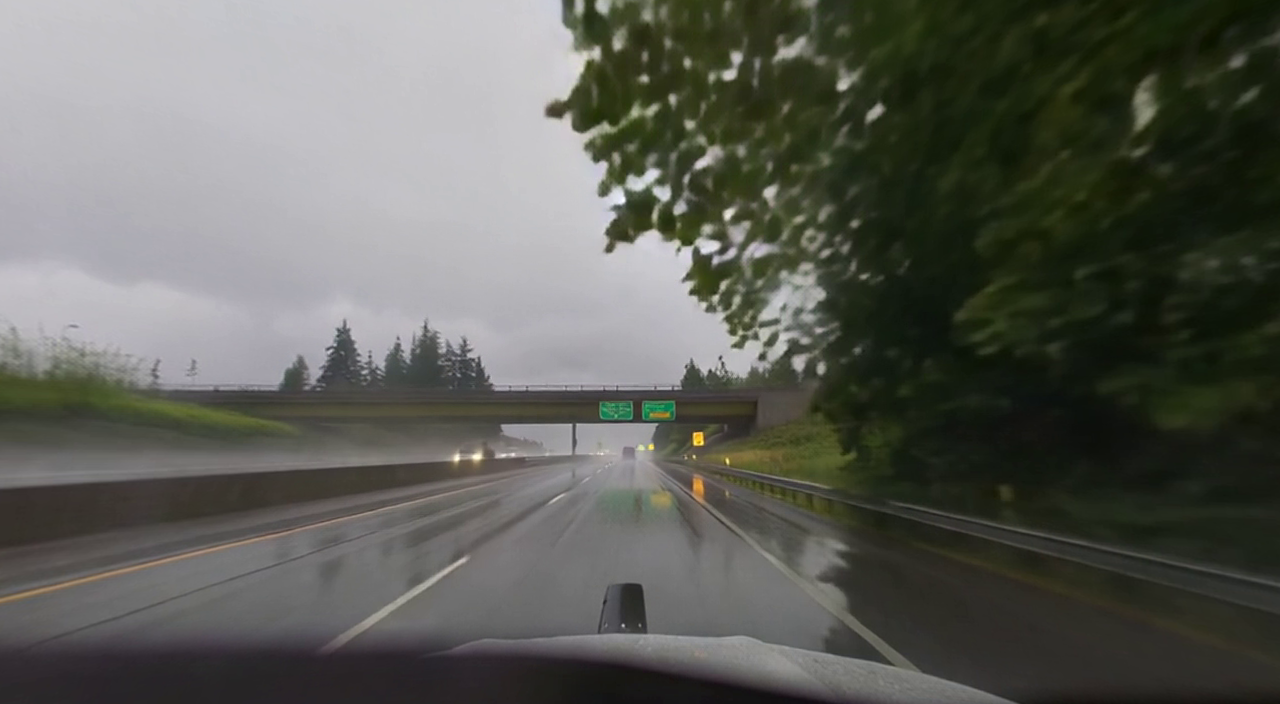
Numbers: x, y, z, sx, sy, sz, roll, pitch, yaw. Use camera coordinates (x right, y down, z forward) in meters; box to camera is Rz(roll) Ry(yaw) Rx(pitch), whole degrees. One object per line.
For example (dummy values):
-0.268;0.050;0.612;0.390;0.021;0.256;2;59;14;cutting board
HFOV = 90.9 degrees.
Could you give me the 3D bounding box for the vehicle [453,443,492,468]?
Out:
-12.596;7.775;47.503;1.869;1.751;4.427;0;-9;-2;vehicle
